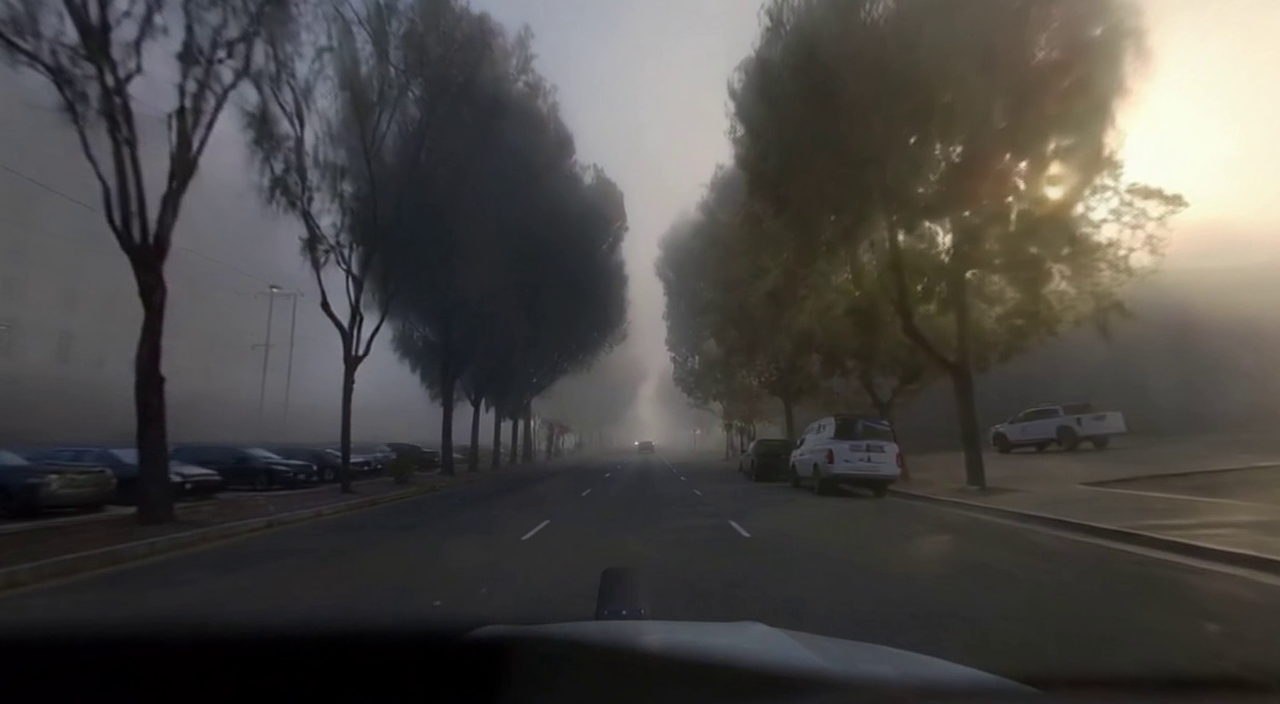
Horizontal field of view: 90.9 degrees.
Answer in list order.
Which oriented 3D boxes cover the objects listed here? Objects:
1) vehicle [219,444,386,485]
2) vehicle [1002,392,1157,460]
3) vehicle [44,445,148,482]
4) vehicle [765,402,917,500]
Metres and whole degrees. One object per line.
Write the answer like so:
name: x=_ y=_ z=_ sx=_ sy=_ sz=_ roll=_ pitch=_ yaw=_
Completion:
vehicle: x=-13.014 y=4.362 z=24.572 sx=5.269 sy=1.491 sz=2.133 roll=-1 pitch=-8 yaw=2
vehicle: x=19.076 y=3.336 z=27.921 sx=2.341 sy=2.648 sz=6.024 roll=1 pitch=-8 yaw=-1
vehicle: x=-25.600 y=5.195 z=29.901 sx=1.982 sy=1.565 sz=4.910 roll=3 pitch=-9 yaw=-19
vehicle: x=5.799 y=3.000 z=19.418 sx=2.596 sy=2.509 sz=6.178 roll=0 pitch=-8 yaw=0
